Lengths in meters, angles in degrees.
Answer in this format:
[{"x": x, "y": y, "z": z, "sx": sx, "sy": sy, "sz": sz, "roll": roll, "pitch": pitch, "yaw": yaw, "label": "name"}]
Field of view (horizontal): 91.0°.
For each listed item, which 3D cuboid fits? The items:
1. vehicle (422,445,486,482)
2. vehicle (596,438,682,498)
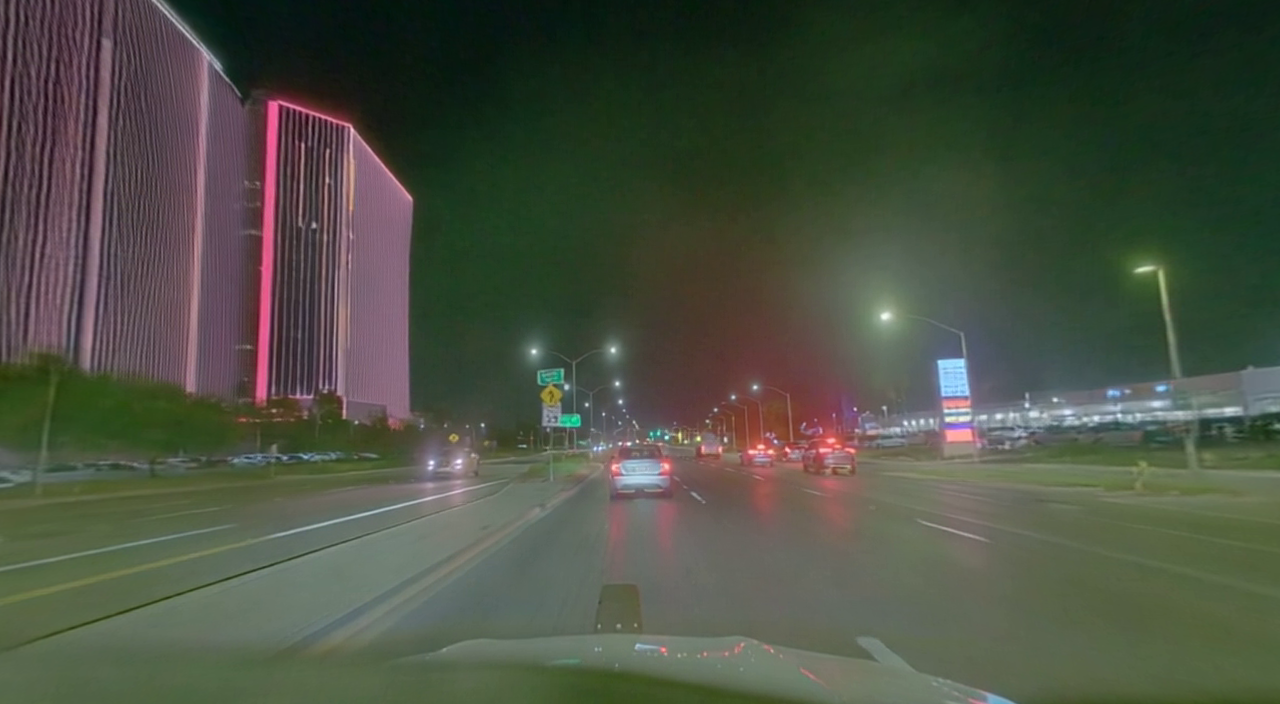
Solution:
[{"x": -9.183, "y": 5.514, "z": 31.450, "sx": 1.903, "sy": 1.476, "sz": 4.395, "roll": -5, "pitch": -8, "yaw": -1, "label": "vehicle"}, {"x": -0.055, "y": 3.179, "z": 17.645, "sx": 2.126, "sy": 1.475, "sz": 3.967, "roll": 0, "pitch": -8, "yaw": -1, "label": "vehicle"}]
